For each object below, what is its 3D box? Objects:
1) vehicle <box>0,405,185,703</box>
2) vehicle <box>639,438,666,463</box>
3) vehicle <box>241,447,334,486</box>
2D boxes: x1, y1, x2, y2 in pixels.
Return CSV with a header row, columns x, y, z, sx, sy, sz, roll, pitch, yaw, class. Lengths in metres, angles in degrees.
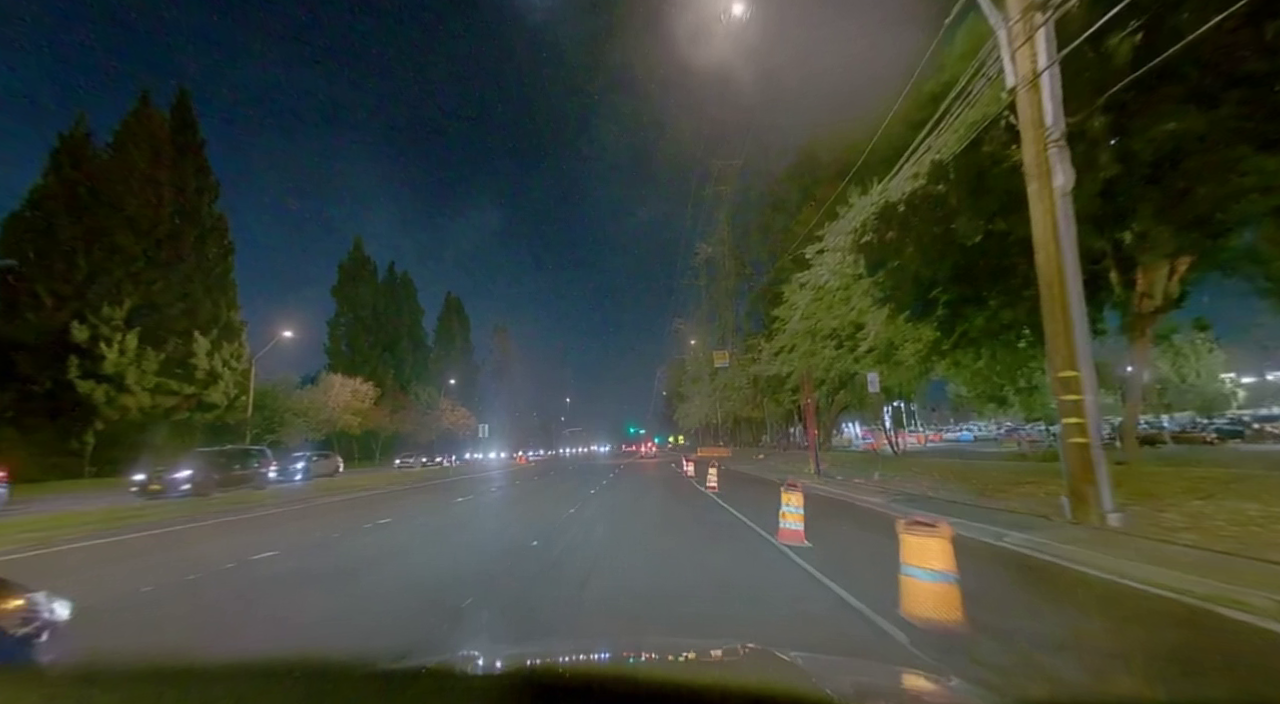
x,y,z,sx,sy,sz,roll,pitch,yaw,class
-3.147,0.674,0.389,2.087,1.480,4.825,0,-9,1,vehicle
0.951,7.643,48.985,2.060,1.845,4.151,0,-8,0,vehicle
-17.364,5.623,31.357,1.904,1.764,4.515,0,-8,1,vehicle
